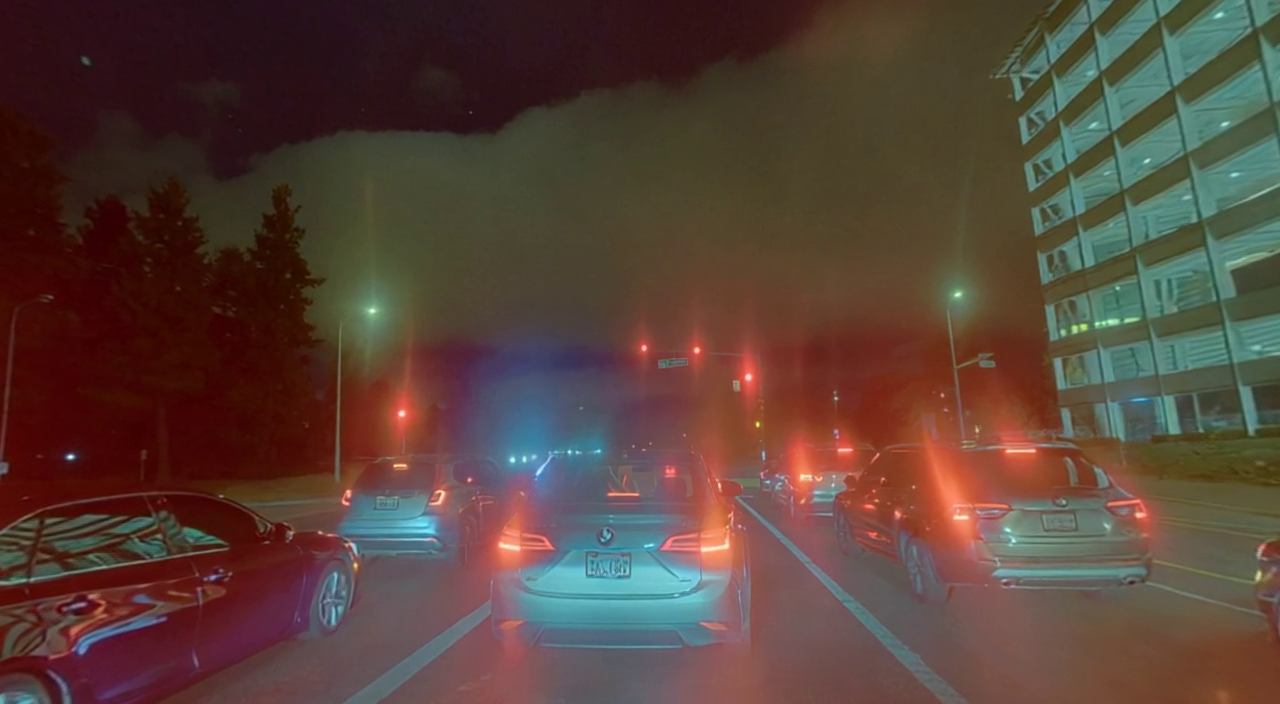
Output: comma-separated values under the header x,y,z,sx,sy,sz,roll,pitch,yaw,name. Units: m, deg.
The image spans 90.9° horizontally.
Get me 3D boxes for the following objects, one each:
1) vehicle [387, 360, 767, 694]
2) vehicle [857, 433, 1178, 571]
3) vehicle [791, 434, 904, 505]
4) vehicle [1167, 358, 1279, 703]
x,y,z,sx,sy,sz,roll,pitch,yaw,name
-0.212,1.233,5.567,2.021,1.742,4.295,-1,-8,4,vehicle
4.889,1.971,9.177,1.963,1.480,4.553,0,-8,2,vehicle
5.313,3.033,16.724,1.994,1.638,4.100,-1,-8,6,vehicle
4.055,0.611,1.131,1.993,1.719,4.953,0,-8,1,vehicle
